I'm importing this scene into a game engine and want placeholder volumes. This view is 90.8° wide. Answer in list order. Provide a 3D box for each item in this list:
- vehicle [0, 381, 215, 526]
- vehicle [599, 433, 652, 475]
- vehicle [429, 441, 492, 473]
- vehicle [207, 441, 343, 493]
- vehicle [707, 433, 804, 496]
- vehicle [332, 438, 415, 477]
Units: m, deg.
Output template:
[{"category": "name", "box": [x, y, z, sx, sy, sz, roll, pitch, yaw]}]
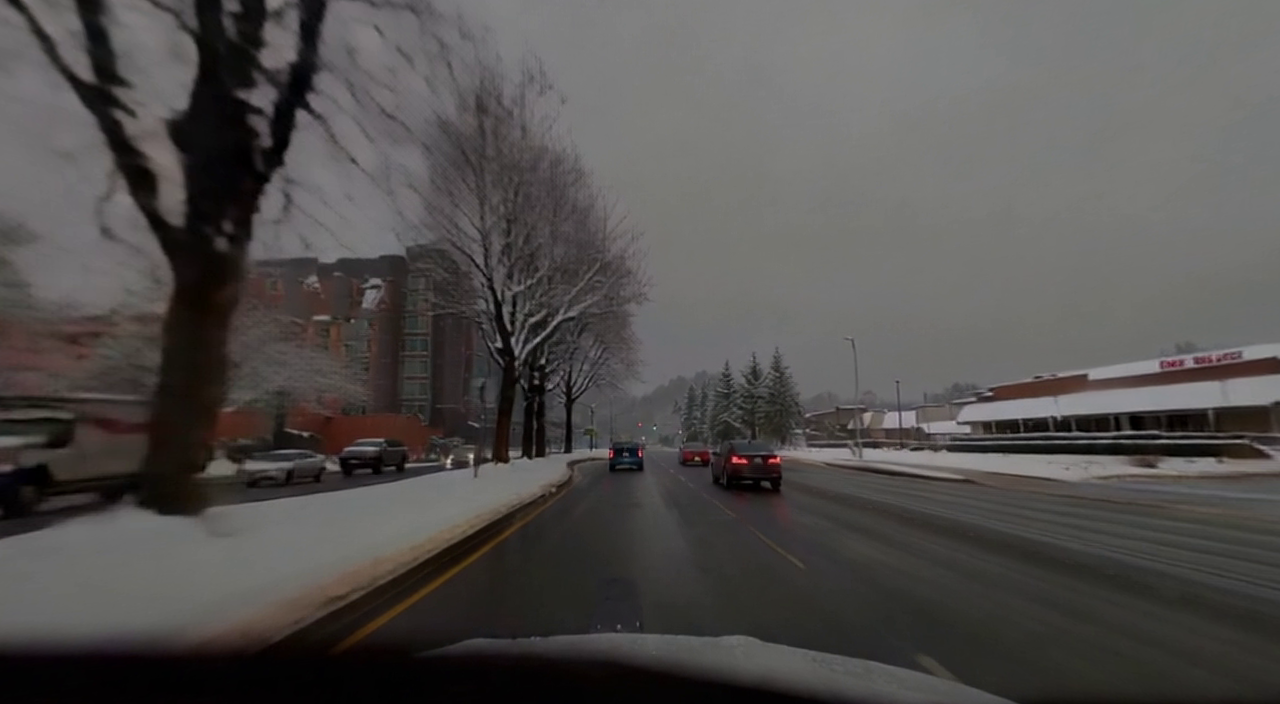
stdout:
[{"category": "vehicle", "box": [-12.410, 2.164, 13.695, 2.263, 2.542, 5.913, -2, -8, 0]}, {"category": "vehicle", "box": [-0.609, 4.389, 27.346, 2.101, 1.694, 3.979, 0, -8, -1]}, {"category": "vehicle", "box": [-8.981, 5.272, 31.964, 1.849, 1.506, 4.060, 0, -8, 2]}, {"category": "vehicle", "box": [-12.293, 3.856, 21.710, 2.048, 1.470, 4.514, -2, -8, 0]}, {"category": "vehicle", "box": [3.024, 3.032, 17.345, 1.852, 1.498, 3.825, 0, -8, -1]}, {"category": "vehicle", "box": [-12.580, 4.975, 30.188, 2.002, 1.686, 4.477, -1, -8, 0]}]
